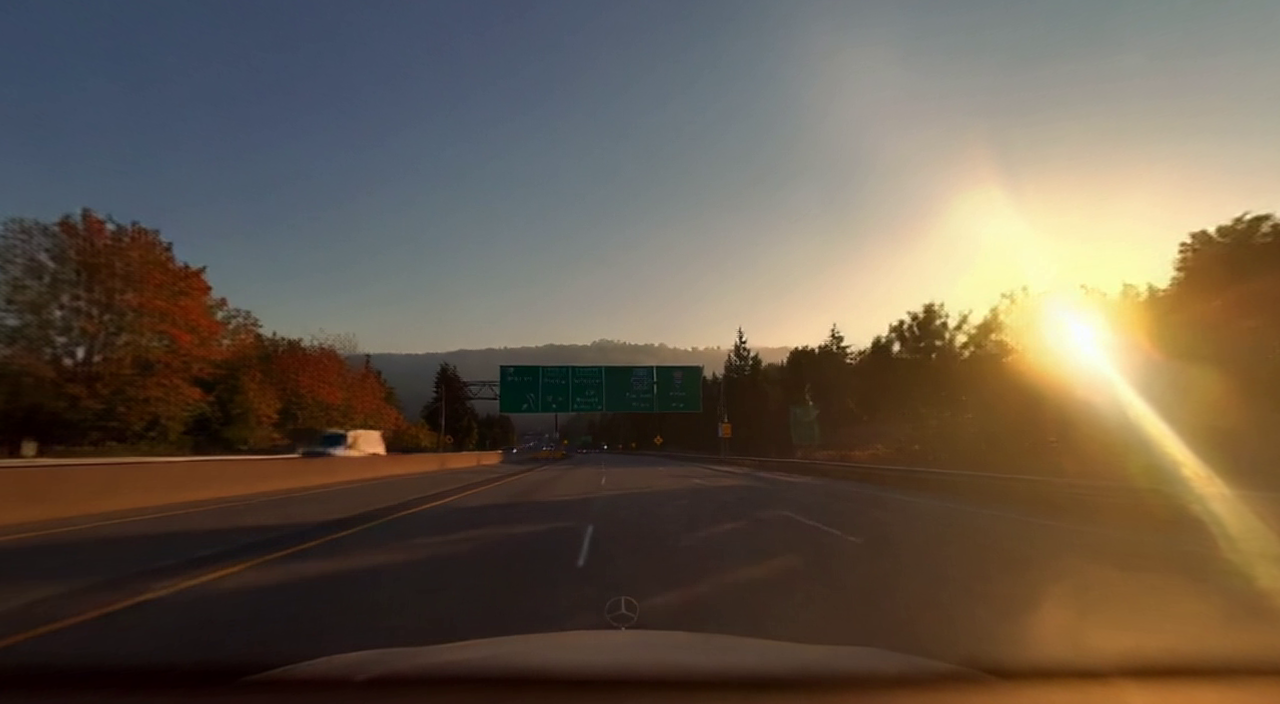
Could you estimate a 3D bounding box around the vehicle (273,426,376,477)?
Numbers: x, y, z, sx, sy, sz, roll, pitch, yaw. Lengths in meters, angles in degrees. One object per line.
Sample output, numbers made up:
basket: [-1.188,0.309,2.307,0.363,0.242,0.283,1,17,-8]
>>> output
vehicle: [-13.610,4.354,27.462,1.948,1.958,5.124,0,-9,-1]
